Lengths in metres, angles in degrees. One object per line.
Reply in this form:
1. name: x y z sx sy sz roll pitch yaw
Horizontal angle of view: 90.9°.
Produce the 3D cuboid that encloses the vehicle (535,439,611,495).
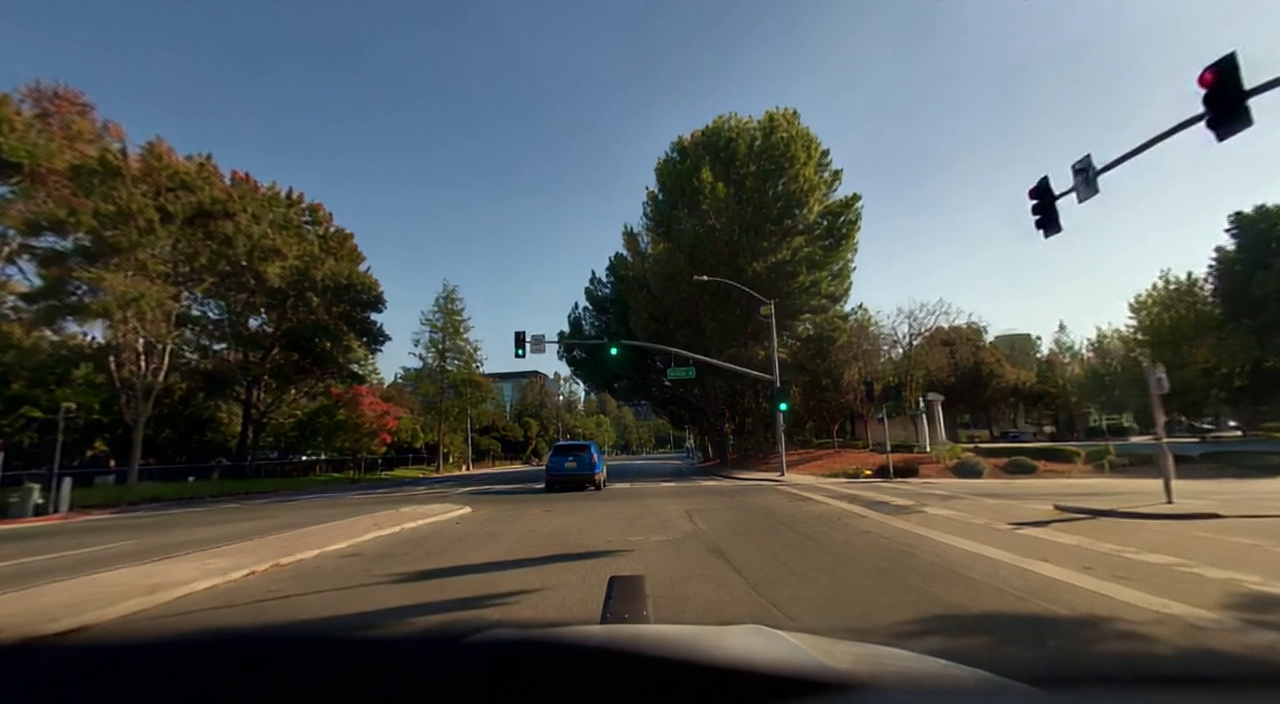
1. vehicle: -2.272 4.054 22.698 2.123 1.799 4.425 0 -8 2
